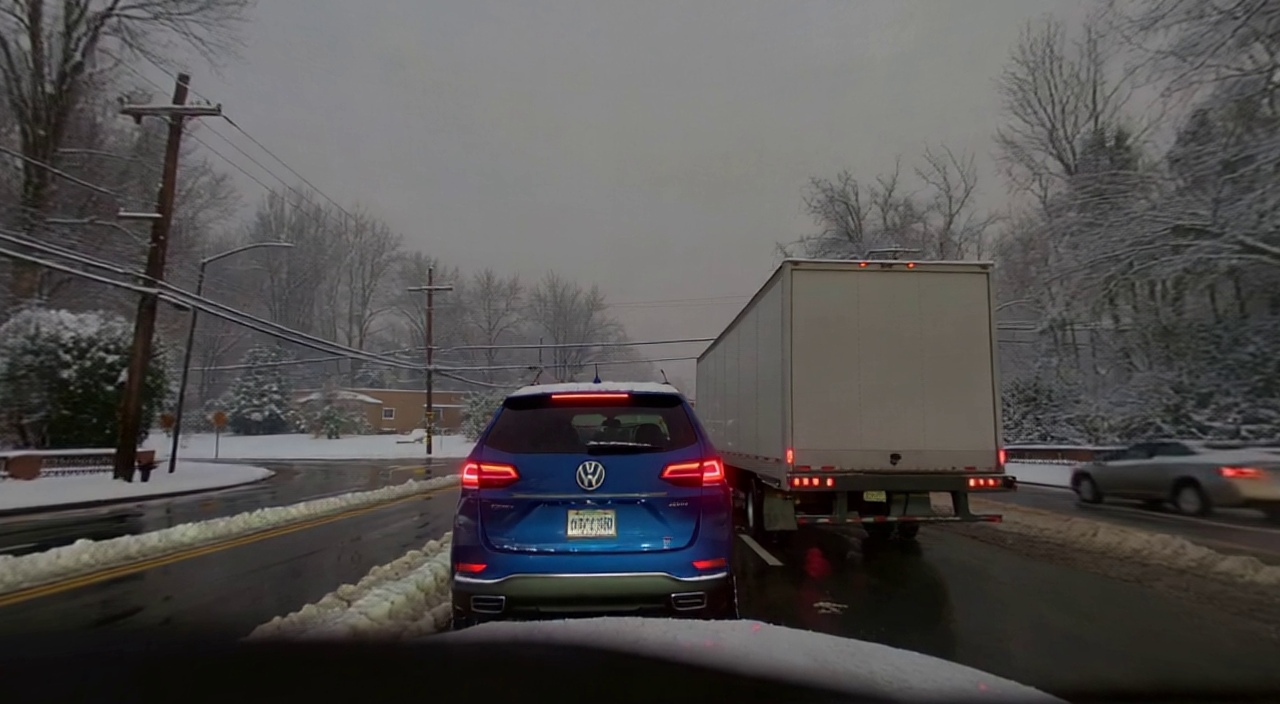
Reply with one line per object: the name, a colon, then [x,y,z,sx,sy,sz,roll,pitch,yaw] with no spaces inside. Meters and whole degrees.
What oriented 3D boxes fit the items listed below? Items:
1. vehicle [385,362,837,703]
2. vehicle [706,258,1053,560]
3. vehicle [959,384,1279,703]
vehicle: [-0.130,1.223,5.141,2.114,1.732,4.230,0,-8,0]
vehicle: [3.227,1.251,11.833,2.915,3.559,8.848,0,-8,-1]
vehicle: [2.829,0.747,1.196,1.971,1.484,4.728,0,-8,0]
